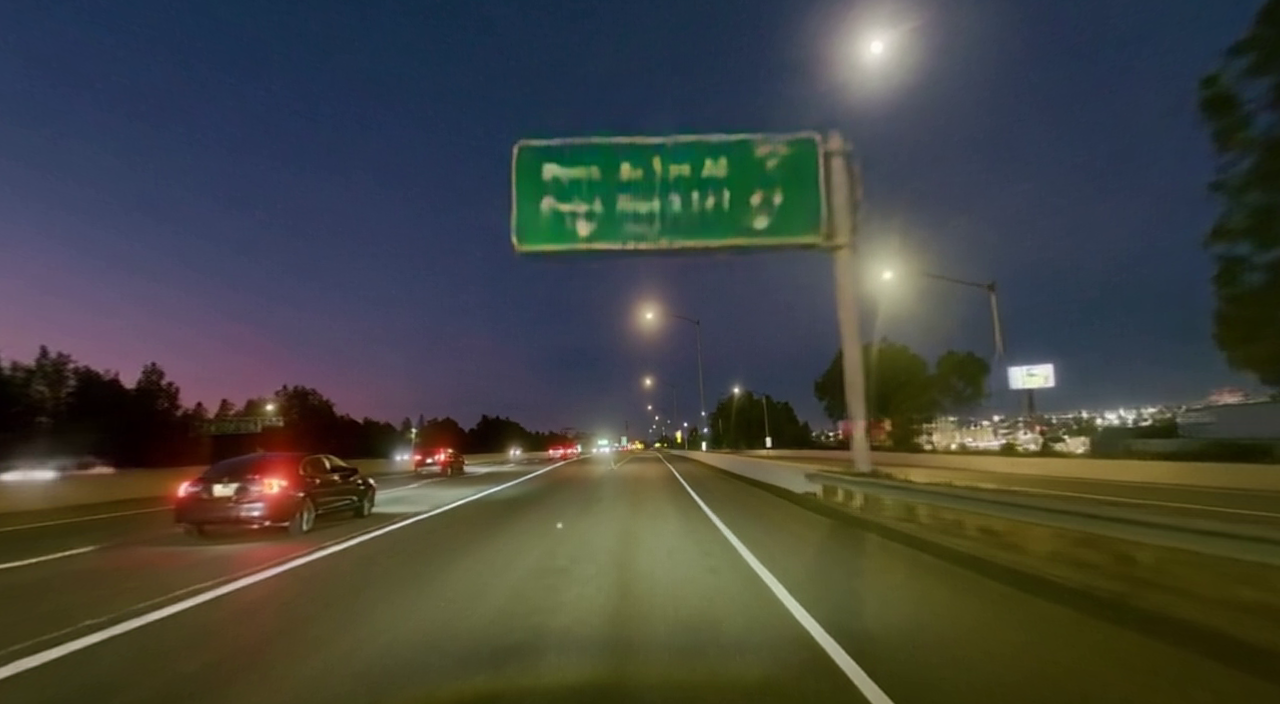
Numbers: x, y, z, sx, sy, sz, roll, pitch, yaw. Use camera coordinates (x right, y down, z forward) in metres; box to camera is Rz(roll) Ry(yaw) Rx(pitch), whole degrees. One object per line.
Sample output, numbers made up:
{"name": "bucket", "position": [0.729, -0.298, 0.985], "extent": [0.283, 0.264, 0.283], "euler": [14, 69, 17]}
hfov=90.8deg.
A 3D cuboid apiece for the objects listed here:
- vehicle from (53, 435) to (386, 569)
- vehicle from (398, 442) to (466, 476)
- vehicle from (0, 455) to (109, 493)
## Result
{"name": "vehicle", "position": [-5.727, 2.063, 9.594], "extent": [1.940, 1.479, 4.777], "euler": [0, -9, -3]}
{"name": "vehicle", "position": [-11.288, 5.834, 34.730], "extent": [2.126, 1.671, 5.173], "euler": [0, -9, -2]}
{"name": "vehicle", "position": [-28.167, 5.748, 30.036], "extent": [1.912, 1.503, 4.788], "euler": [0, -8, -3]}
